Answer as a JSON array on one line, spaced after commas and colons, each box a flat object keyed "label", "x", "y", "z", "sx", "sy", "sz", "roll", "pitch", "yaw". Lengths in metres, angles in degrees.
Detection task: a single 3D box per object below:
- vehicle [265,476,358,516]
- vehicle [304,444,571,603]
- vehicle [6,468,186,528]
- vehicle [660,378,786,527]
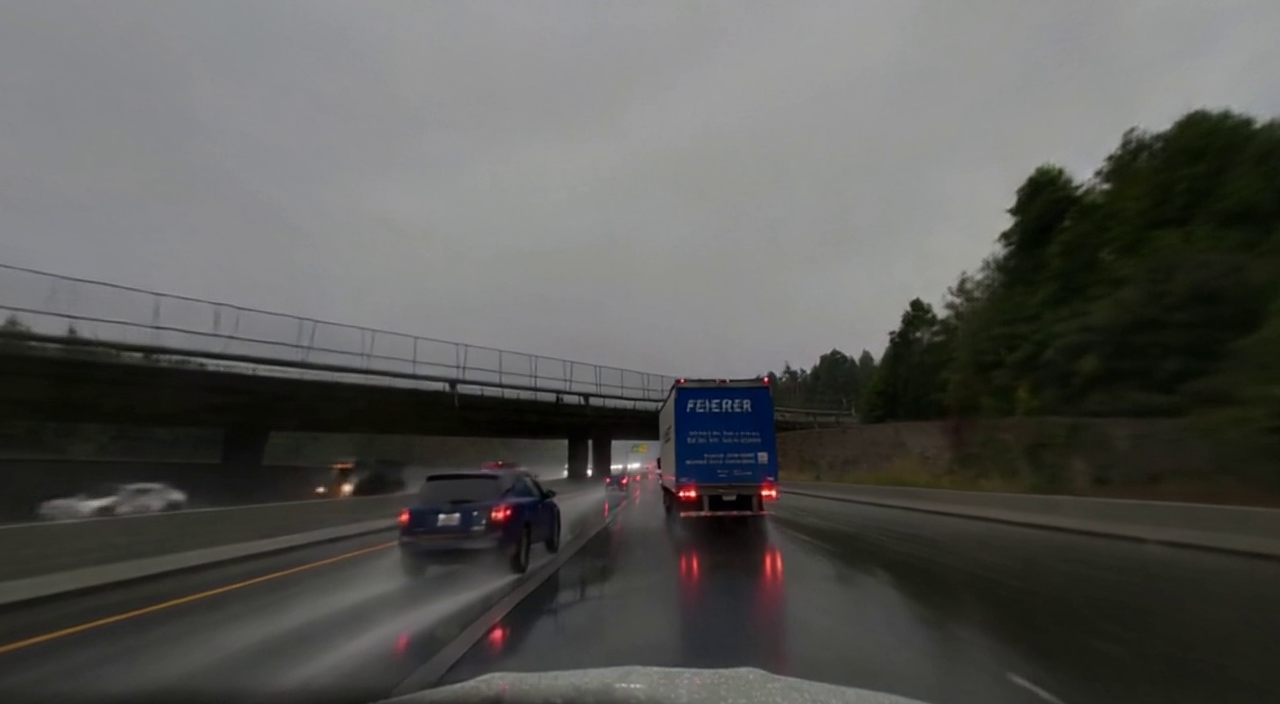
[{"label": "vehicle", "x": -14.986, "y": 6.566, "z": 29.058, "sx": 1.905, "sy": 1.629, "sz": 4.146, "roll": 0, "pitch": -10, "yaw": 1}, {"label": "vehicle", "x": -2.461, "y": 2.298, "z": 9.284, "sx": 2.124, "sy": 1.653, "sz": 4.857, "roll": 0, "pitch": -10, "yaw": 2}, {"label": "vehicle", "x": -19.923, "y": 5.319, "z": 23.489, "sx": 2.137, "sy": 1.935, "sz": 4.886, "roll": 0, "pitch": -10, "yaw": 2}, {"label": "vehicle", "x": 2.298, "y": 3.453, "z": 21.149, "sx": 2.980, "sy": 3.834, "sz": 9.423, "roll": 1, "pitch": -10, "yaw": 0}]
